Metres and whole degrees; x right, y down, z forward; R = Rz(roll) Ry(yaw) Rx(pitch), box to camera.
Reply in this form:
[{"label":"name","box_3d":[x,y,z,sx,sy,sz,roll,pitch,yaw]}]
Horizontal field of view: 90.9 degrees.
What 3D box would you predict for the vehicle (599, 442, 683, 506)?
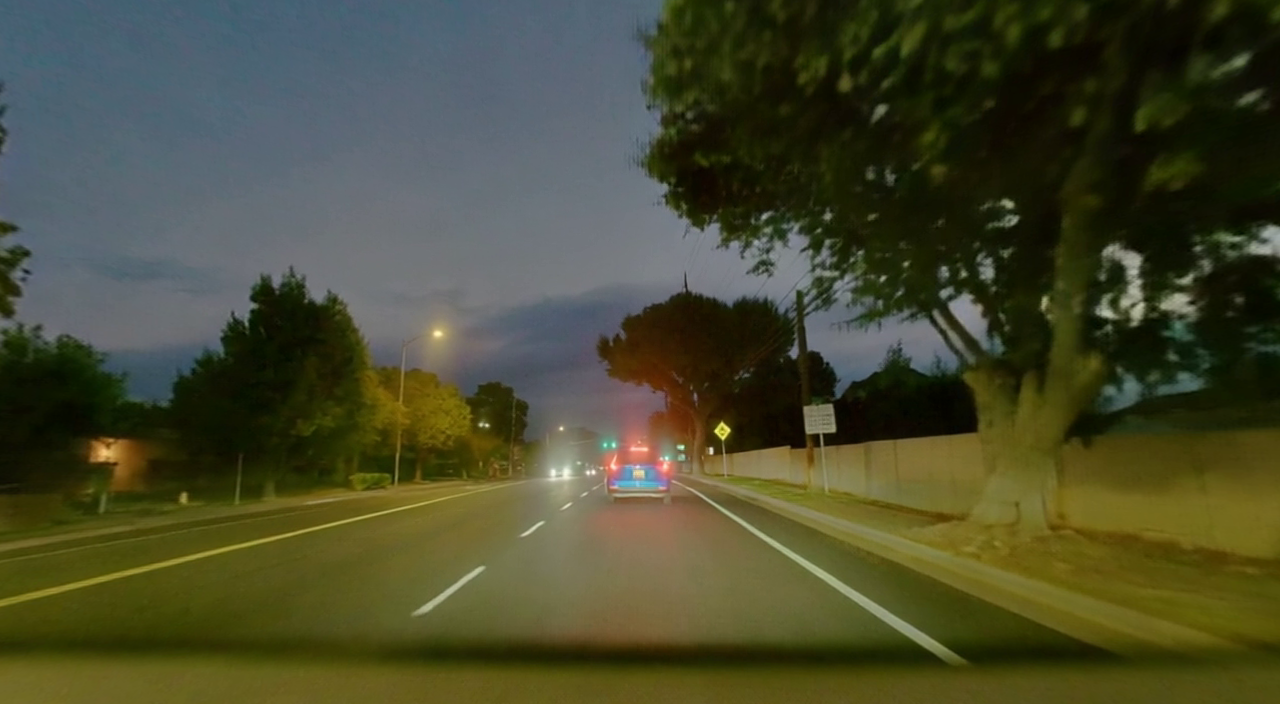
[{"label":"vehicle","box_3d":[0.011,3.499,18.611,2.200,1.653,4.127,0,-8,0]}]
